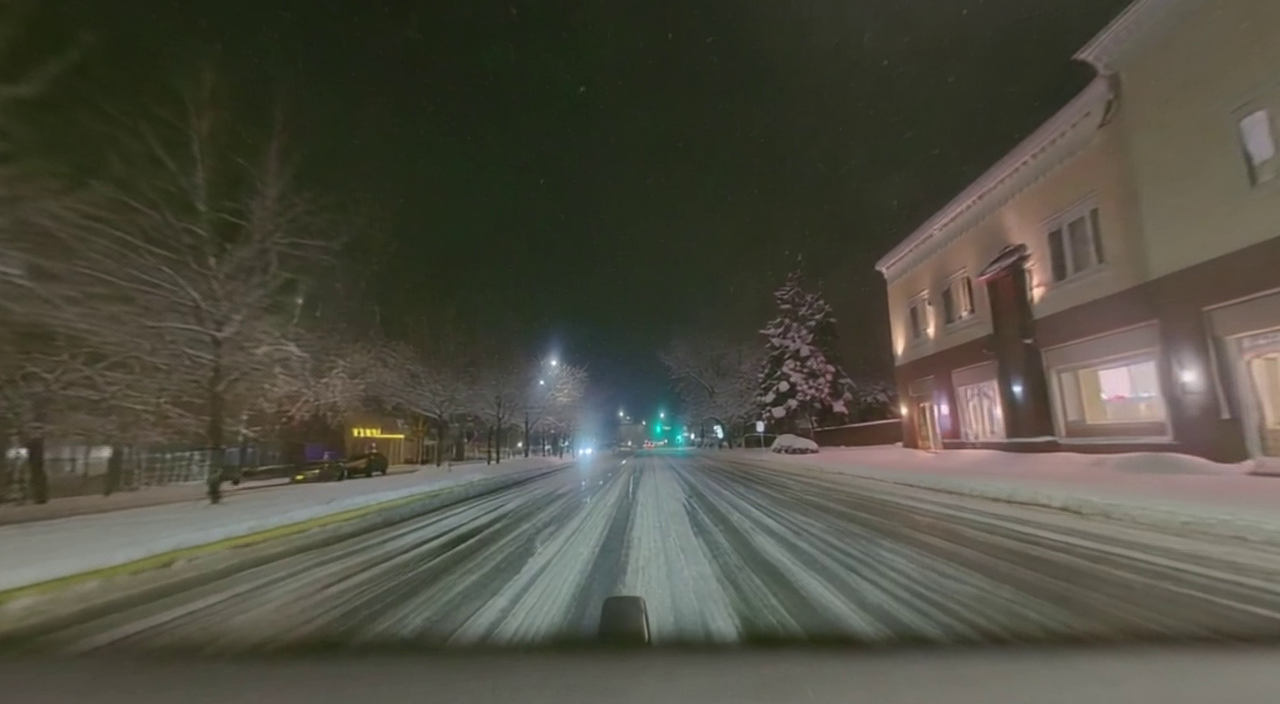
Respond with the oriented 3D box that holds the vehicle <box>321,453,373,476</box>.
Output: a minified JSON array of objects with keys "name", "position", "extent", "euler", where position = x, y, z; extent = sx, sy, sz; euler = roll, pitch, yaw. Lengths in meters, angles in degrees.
[{"name":"vehicle","position":[-21.779,8.353,47.043],"extent":[1.820,1.481,4.325],"euler":[-3,-9,1]}]

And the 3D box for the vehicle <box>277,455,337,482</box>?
[{"name":"vehicle","position":[-21.996,7.664,41.760],"extent":[1.883,1.546,3.930],"euler":[-1,-8,-1]}]
